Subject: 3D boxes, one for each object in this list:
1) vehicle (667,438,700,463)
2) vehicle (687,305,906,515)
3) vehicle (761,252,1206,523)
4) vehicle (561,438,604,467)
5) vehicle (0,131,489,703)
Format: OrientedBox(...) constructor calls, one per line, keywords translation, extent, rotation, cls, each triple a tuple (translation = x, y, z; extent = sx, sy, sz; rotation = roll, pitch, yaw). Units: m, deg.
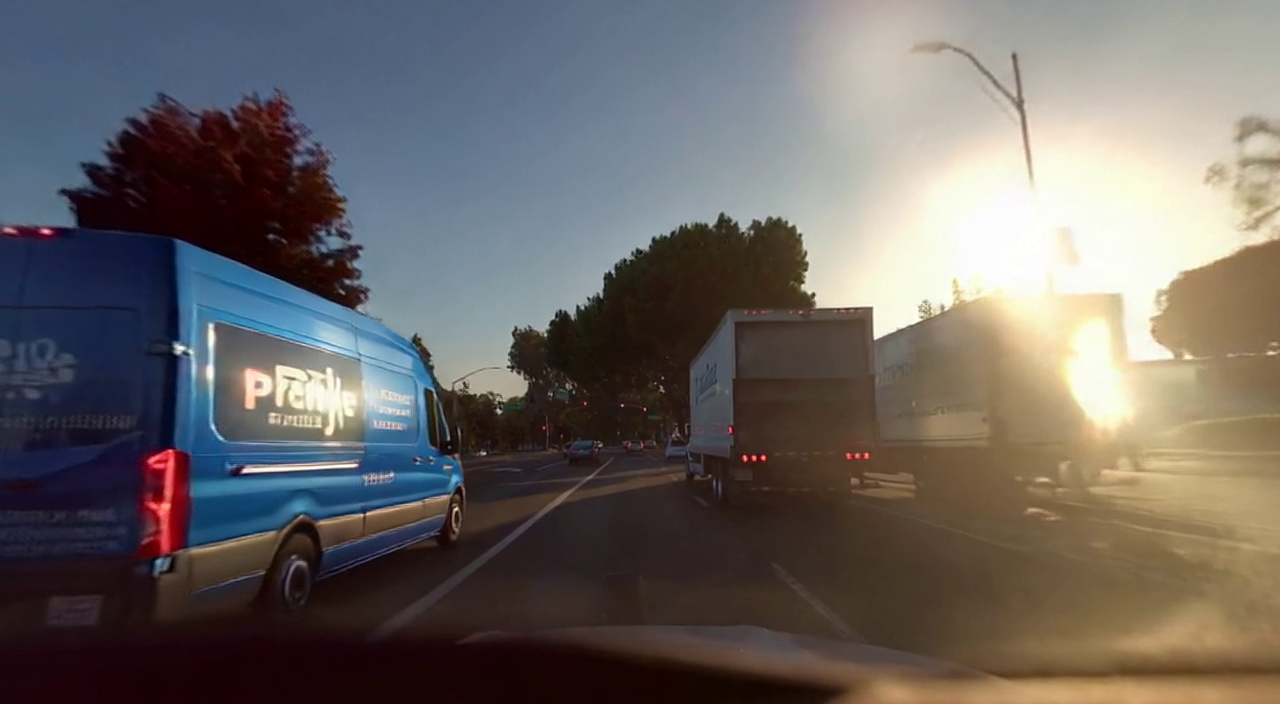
OrientedBox(translation=(2.909, 6.698, 43.038), extent=(1.869, 1.616, 4.346), rotation=(0, -9, 0), cls="vehicle")
OrientedBox(translation=(2.966, 1.692, 15.536), extent=(2.861, 3.525, 9.858), rotation=(0, -9, 0), cls="vehicle")
OrientedBox(translation=(6.872, 1.801, 18.211), extent=(2.941, 4.060, 16.879), rotation=(-4, -9, -1), cls="vehicle")
OrientedBox(translation=(-3.701, 6.579, 41.579), extent=(2.356, 1.766, 5.674), rotation=(0, -9, 0), cls="vehicle")
OrientedBox(translation=(-3.509, 0.849, 5.945), extent=(2.443, 2.784, 6.493), rotation=(0, -9, 1), cls="vehicle")
